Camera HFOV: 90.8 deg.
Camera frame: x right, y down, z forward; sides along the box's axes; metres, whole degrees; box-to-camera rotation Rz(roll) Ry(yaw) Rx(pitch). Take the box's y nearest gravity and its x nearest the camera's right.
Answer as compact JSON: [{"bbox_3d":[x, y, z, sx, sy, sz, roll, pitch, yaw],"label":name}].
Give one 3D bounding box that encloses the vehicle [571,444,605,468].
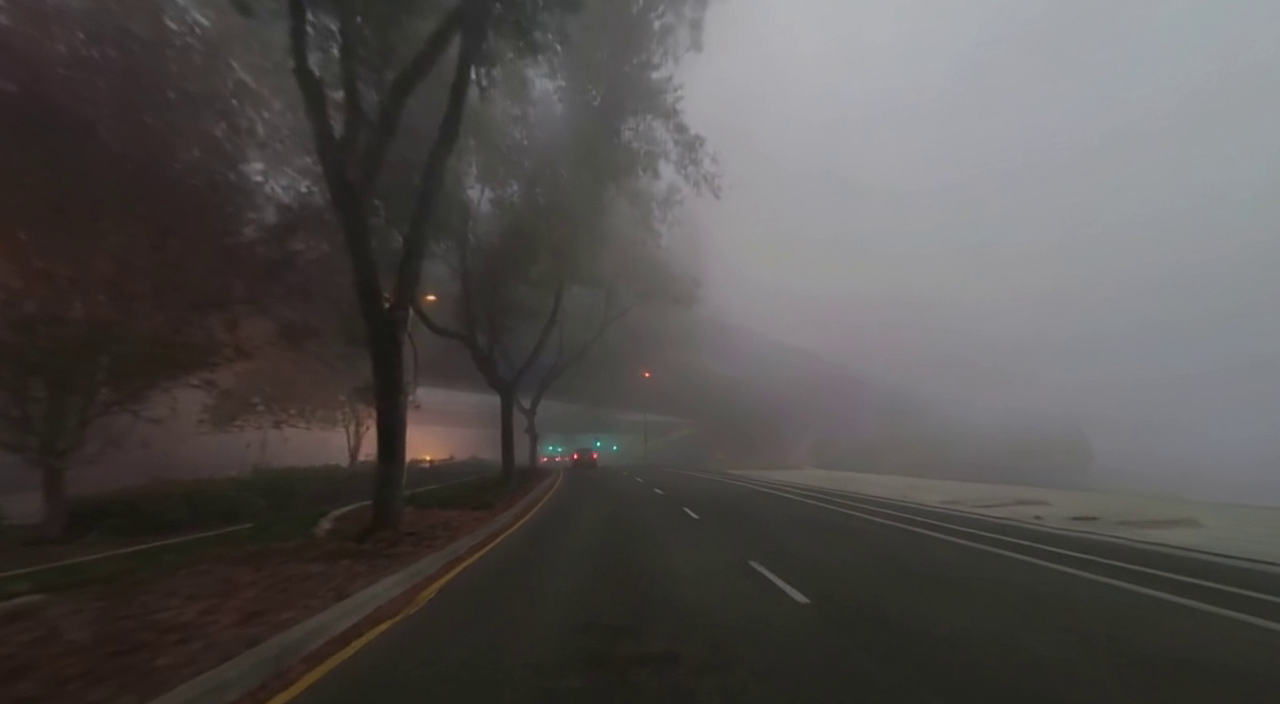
[{"bbox_3d":[-3.851,7.590,46.281,2.184,1.713,4.231,1,-9,-9],"label":"vehicle"}]
